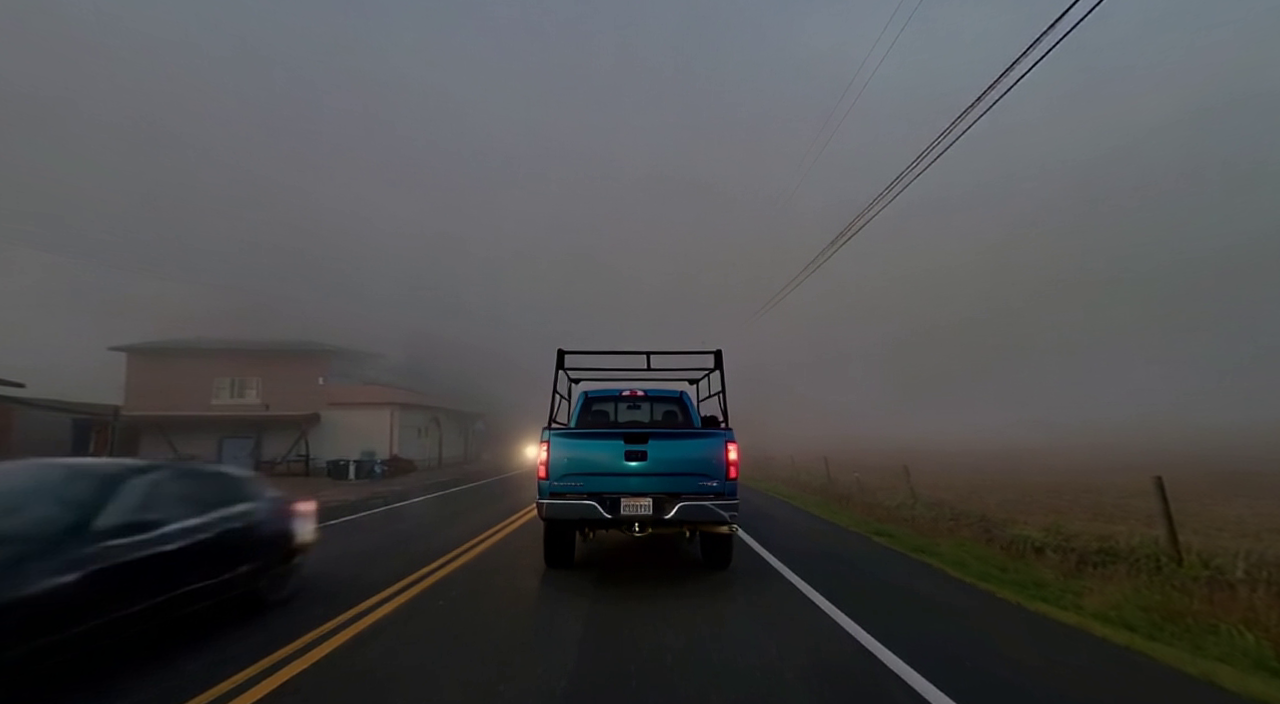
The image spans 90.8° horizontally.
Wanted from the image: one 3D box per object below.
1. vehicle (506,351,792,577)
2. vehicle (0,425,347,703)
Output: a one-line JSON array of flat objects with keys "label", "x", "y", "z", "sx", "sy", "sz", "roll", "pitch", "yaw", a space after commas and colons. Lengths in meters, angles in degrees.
[{"label": "vehicle", "x": -0.002, "y": 1.673, "z": 10.203, "sx": 2.912, "sy": 2.320, "sz": 7.292, "roll": 0, "pitch": -8, "yaw": -2}, {"label": "vehicle", "x": -4.072, "y": 1.287, "z": 4.352, "sx": 2.014, "sy": 1.459, "sz": 4.349, "roll": 0, "pitch": -8, "yaw": 0}]
